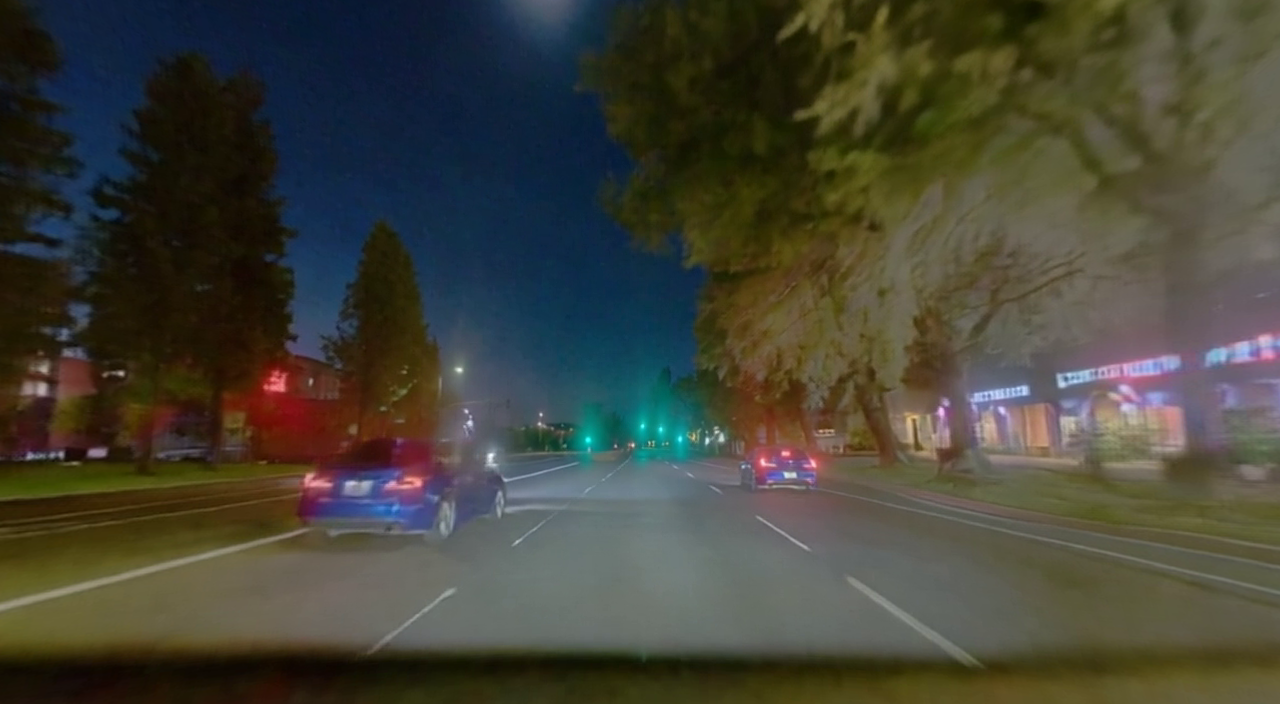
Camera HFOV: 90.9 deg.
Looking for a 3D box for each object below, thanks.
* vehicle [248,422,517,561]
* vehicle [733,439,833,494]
[{"bbox_3d":[-3.256,1.852,9.099,2.001,1.504,4.212,0,-8,2],"label":"vehicle"},{"bbox_3d":[4.215,3.433,19.323,1.977,1.474,4.399,0,-8,-1],"label":"vehicle"}]
